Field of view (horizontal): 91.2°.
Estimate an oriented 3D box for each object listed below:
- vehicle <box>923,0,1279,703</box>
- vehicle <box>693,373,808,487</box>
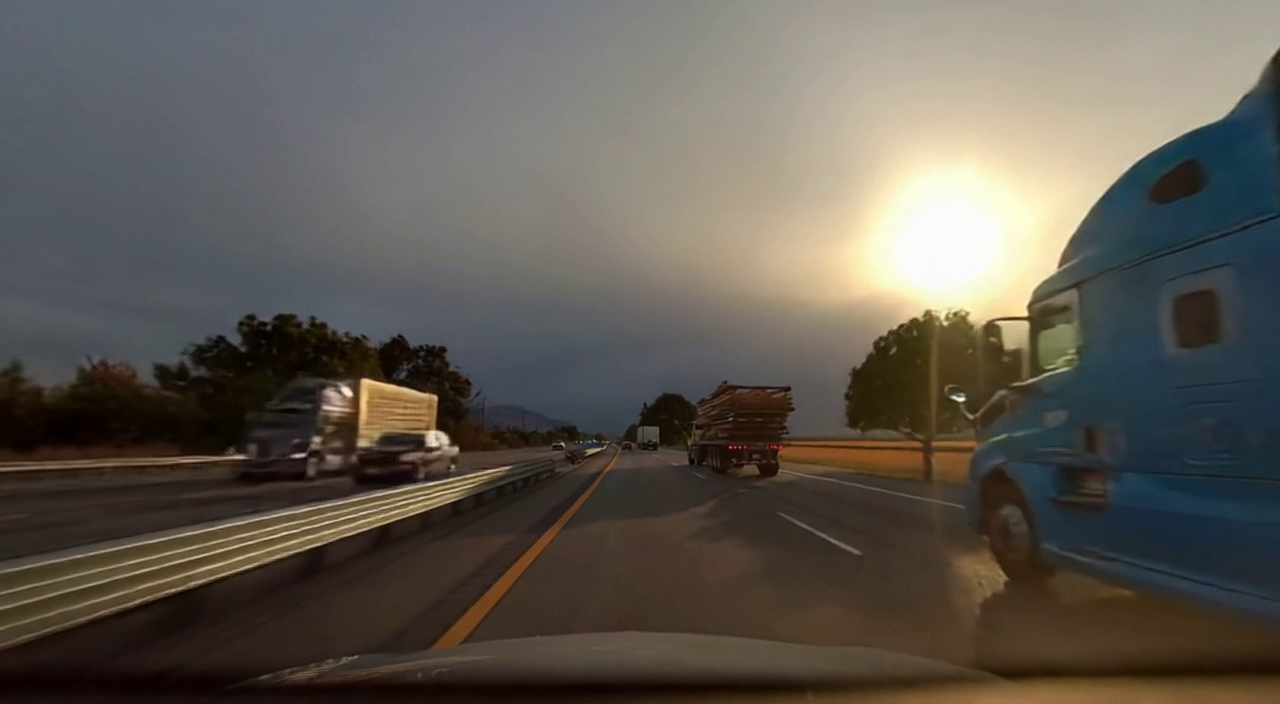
[{"bbox_3d":[4.759,-0.080,3.780,3.062,3.891,6.234,0,-8,0],"label":"vehicle"},{"bbox_3d":[4.638,3.894,30.874,3.023,4.054,16.882,0,-8,1],"label":"vehicle"}]
